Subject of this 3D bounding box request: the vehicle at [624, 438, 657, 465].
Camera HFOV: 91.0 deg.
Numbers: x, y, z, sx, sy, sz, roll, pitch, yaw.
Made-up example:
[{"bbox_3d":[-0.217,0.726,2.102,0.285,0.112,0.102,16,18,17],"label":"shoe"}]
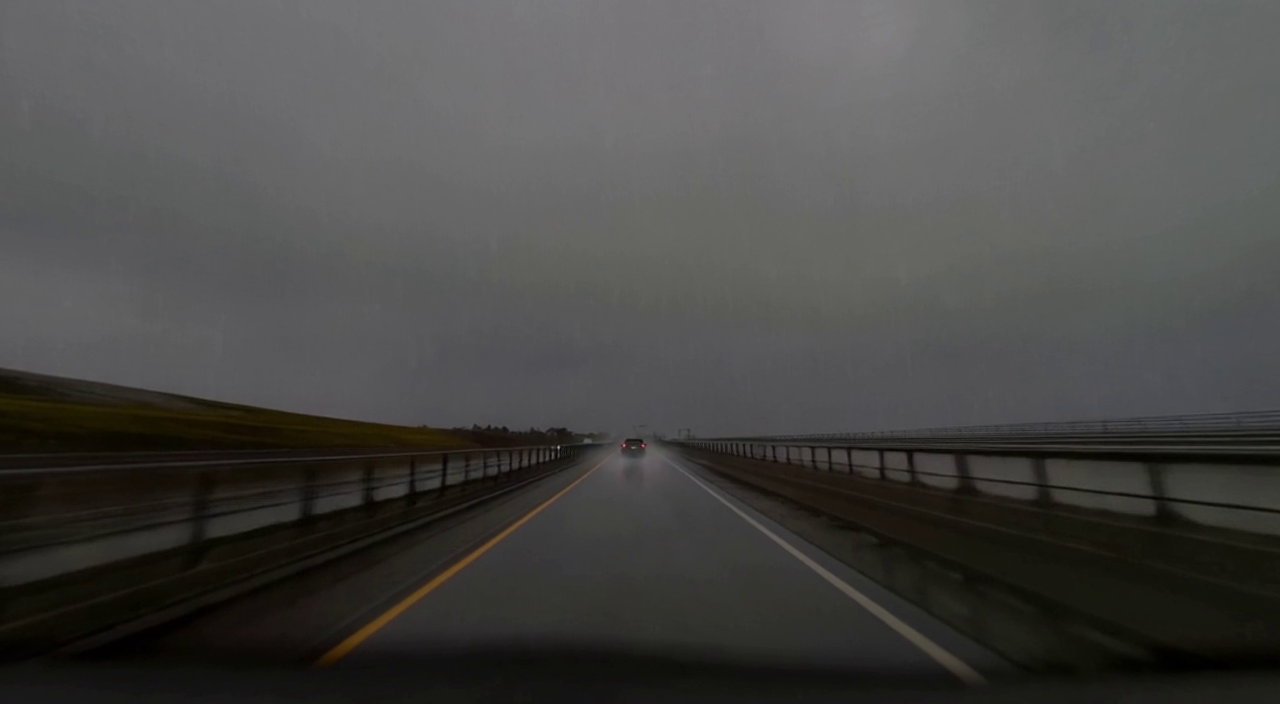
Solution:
[{"bbox_3d":[0.006,6.684,42.495,2.059,1.696,4.165,0,-8,-1],"label":"vehicle"}]
